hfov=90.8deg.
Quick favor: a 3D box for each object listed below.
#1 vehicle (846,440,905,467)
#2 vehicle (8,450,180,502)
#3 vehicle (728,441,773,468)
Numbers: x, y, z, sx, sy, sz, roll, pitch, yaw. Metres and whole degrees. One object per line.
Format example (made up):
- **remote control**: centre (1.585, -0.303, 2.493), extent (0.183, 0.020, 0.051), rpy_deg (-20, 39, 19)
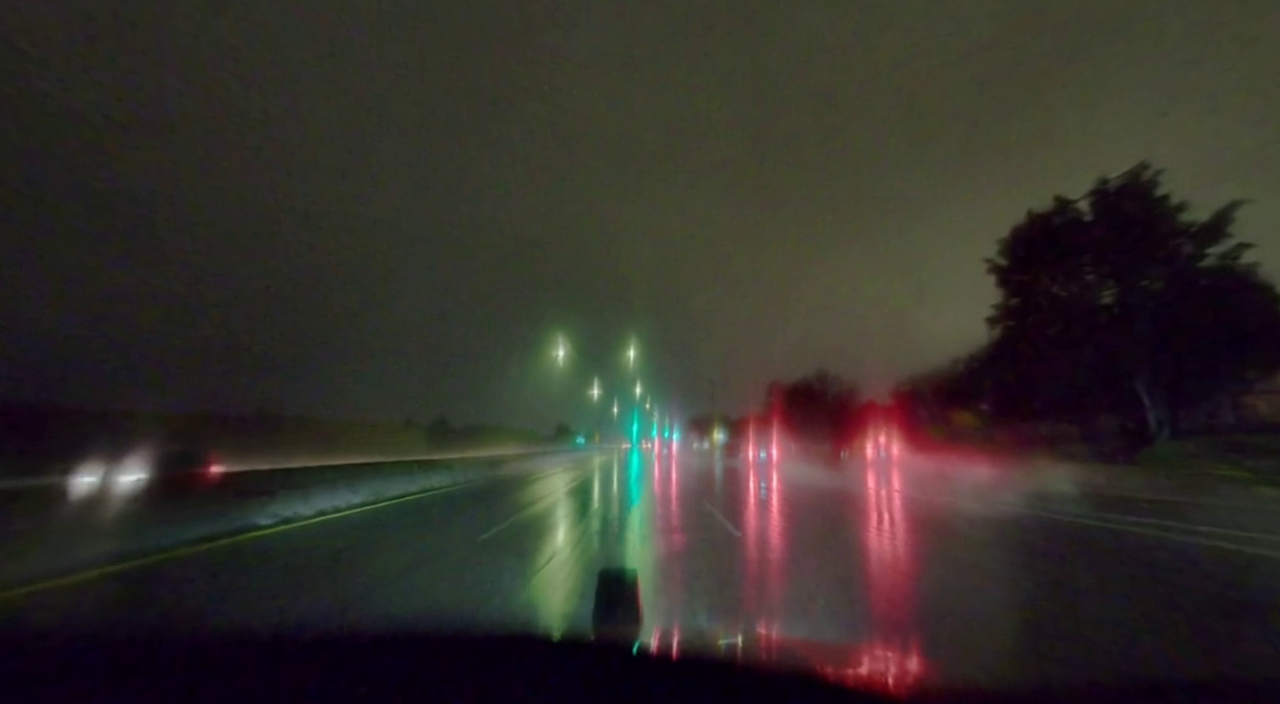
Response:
- **vehicle**: centre (14.755, 6.355, 39.817), extent (2.025, 1.595, 4.268), rpy_deg (0, -9, -1)
- **vehicle**: centre (-14.363, 3.242, 16.872), extent (1.639, 1.164, 3.285), rpy_deg (0, -8, 0)
- **vehicle**: centre (6.814, 6.378, 39.464), extent (2.038, 1.528, 3.910), rpy_deg (0, -9, -1)
